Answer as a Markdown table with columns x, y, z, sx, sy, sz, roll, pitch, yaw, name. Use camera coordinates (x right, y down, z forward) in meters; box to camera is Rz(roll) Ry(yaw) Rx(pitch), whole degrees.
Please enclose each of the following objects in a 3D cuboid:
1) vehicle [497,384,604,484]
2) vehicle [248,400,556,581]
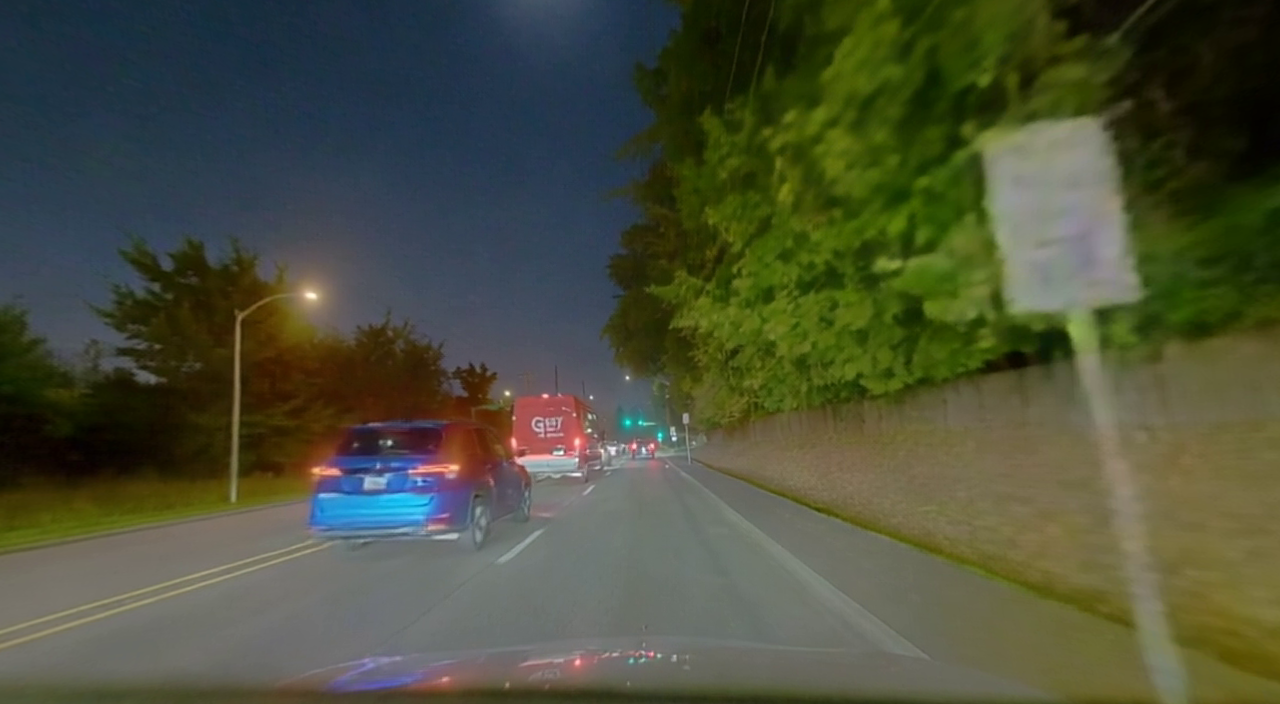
| x | y | z | sx | sy | sz | roll | pitch | yaw | name |
| --- | --- | --- | --- | --- | --- | --- | --- | --- | --- |
| -3.126 | 3.306 | 24.840 | 2.818 | 3.181 | 9.114 | 0 | -9 | 0 | vehicle |
| -2.790 | 1.816 | 9.212 | 2.187 | 1.821 | 5.501 | 0 | -9 | 2 | vehicle |
